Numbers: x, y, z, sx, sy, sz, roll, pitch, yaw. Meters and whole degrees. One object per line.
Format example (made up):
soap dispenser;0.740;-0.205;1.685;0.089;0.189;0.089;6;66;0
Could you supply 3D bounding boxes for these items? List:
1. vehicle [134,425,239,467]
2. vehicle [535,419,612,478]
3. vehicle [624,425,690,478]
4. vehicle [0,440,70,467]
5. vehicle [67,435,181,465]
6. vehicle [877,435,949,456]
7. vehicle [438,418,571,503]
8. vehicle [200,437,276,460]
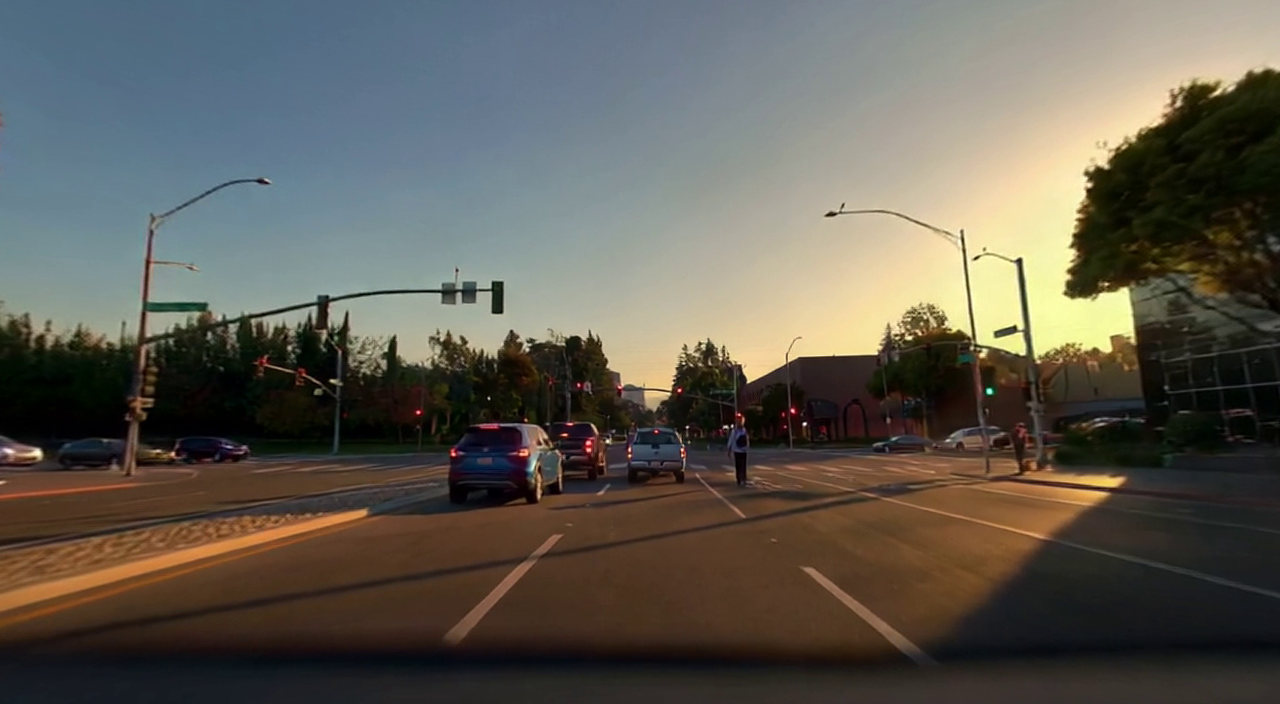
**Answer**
vehicle;-32.479;6.688;45.054;5.884;2.243;2.287;-6;-5;1
vehicle;-2.272;3.501;22.904;2.220;1.926;4.870;0;-8;1
vehicle;0.560;3.635;23.190;2.204;1.738;4.690;0;-8;0
vehicle;-37.602;6.136;38.121;4.170;1.551;1.816;0;-8;3
vehicle;-30.920;5.887;37.742;4.956;1.737;2.135;0;-8;2
vehicle;20.664;7.096;47.645;4.624;1.601;1.871;0;-8;-1
vehicle;-2.999;2.523;15.003;2.006;1.707;4.448;0;-8;3
vehicle;-30.848;7.396;48.268;4.406;1.682;2.040;0;-8;1
